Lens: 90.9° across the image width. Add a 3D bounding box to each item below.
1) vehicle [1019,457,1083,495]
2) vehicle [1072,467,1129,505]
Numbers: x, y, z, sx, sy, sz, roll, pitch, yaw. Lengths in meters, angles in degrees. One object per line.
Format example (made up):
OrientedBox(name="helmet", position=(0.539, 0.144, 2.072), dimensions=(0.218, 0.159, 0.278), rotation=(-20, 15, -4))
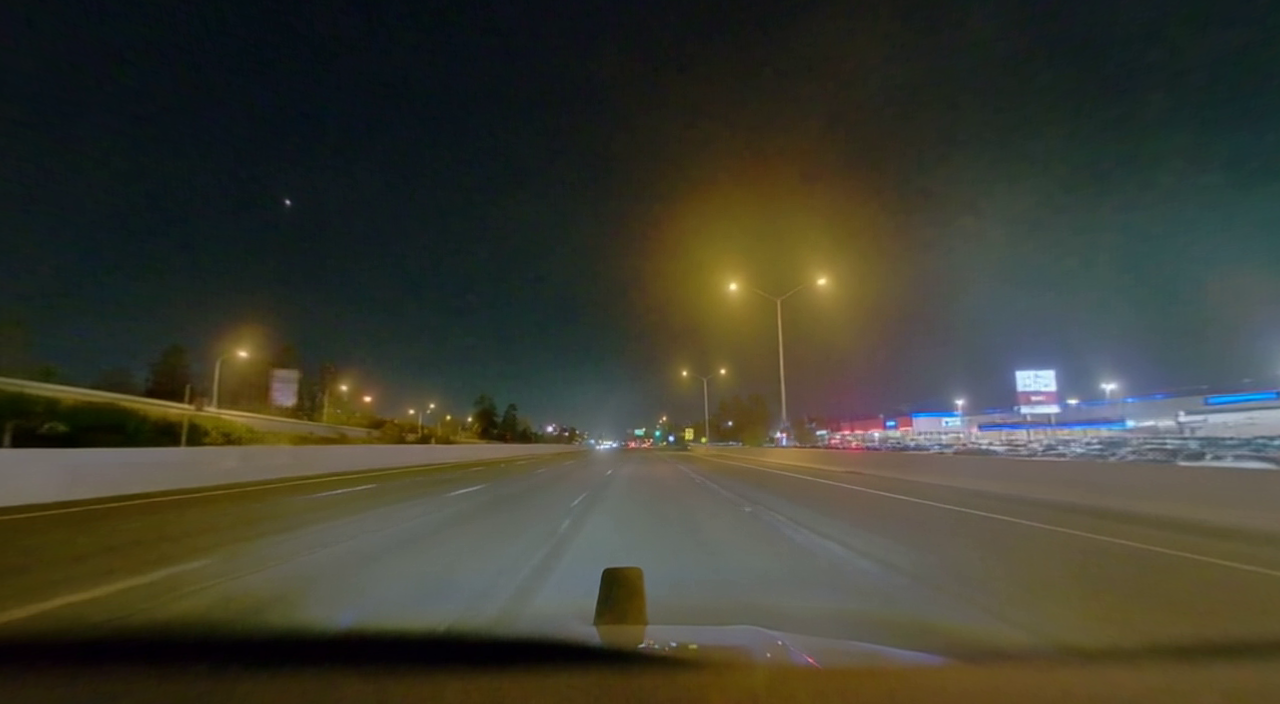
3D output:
OrientedBox(name="vehicle", position=(21.107, 6.283, 32.316), dimensions=(1.846, 1.635, 4.513), rotation=(-7, -11, 43))
OrientedBox(name="vehicle", position=(19.819, 5.705, 27.118), dimensions=(1.677, 1.342, 3.266), rotation=(-7, -10, 39))
